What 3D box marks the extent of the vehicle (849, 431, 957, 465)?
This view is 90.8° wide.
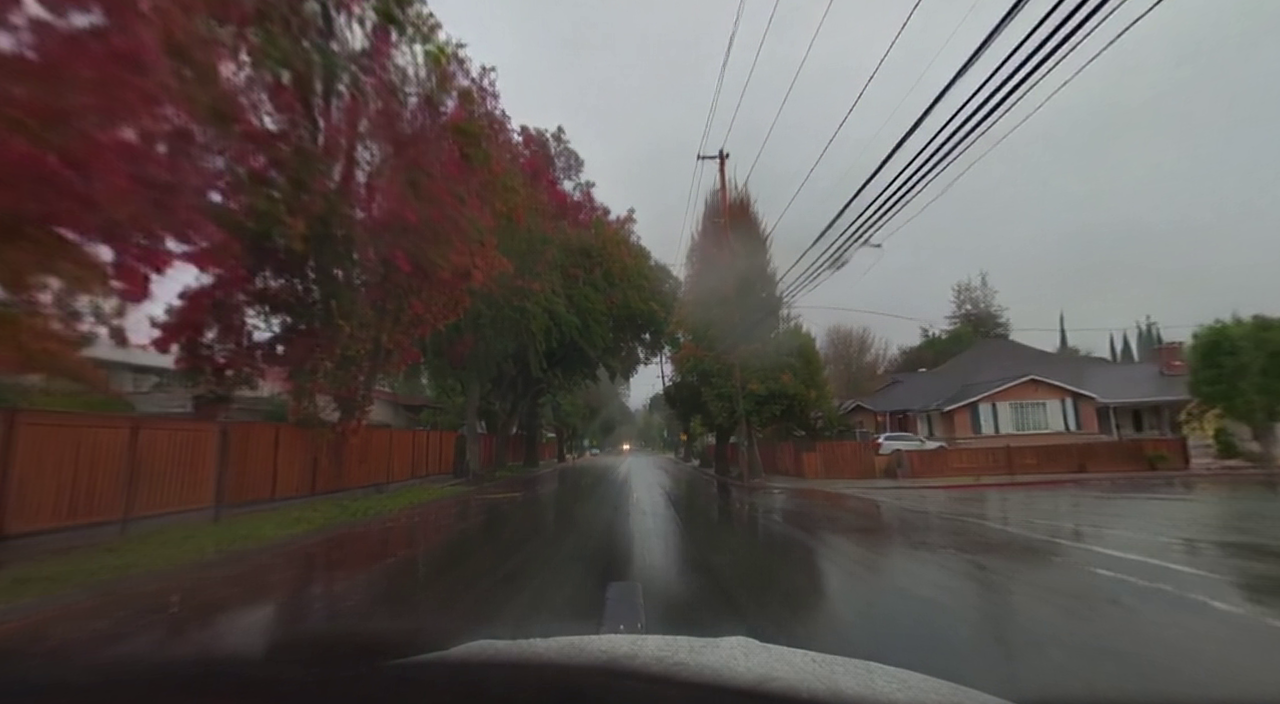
[{"bbox_3d":[12.345,4.573,29.985,4.286,1.525,2.219,-2,-9,10],"label":"vehicle"}]
